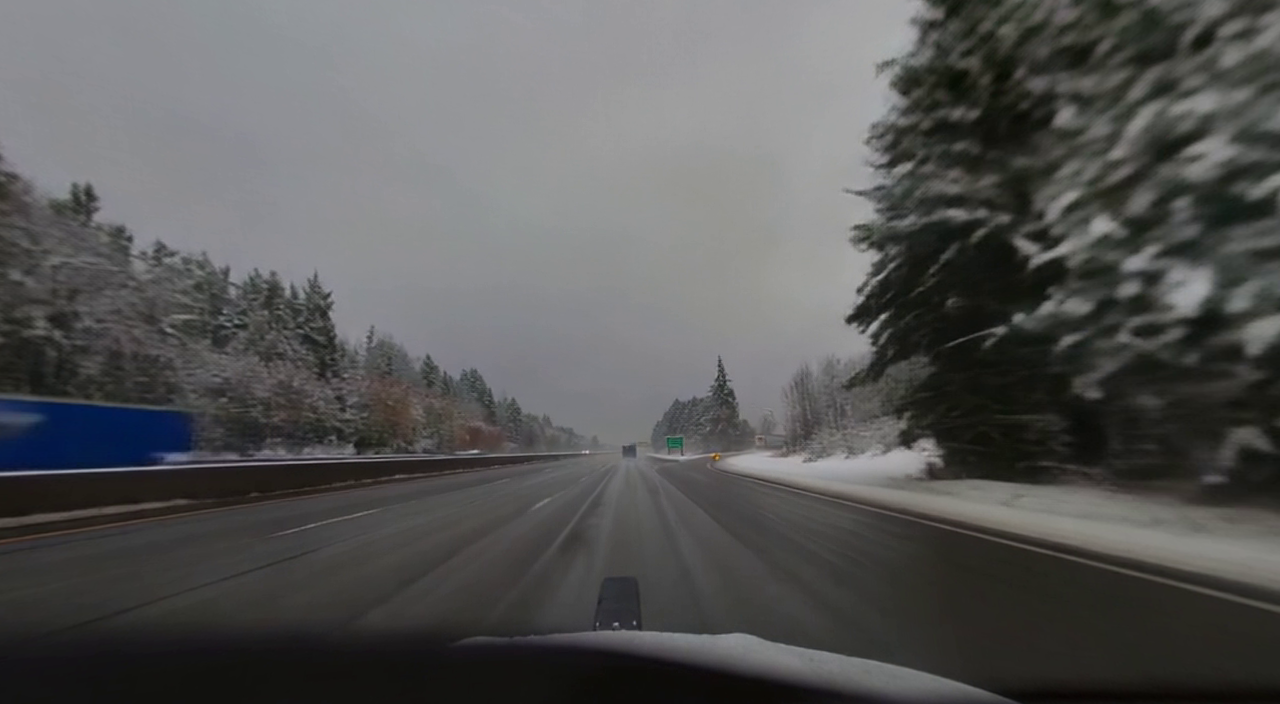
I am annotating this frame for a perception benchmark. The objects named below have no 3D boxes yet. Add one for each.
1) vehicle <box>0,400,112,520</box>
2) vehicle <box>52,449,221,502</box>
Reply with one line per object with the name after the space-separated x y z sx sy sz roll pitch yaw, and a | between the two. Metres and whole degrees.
-20.797 3.069 17.615 2.960 3.582 10.273 0 -9 -1 | vehicle
-16.093 3.932 20.398 1.902 1.480 4.328 0 -9 0 | vehicle
